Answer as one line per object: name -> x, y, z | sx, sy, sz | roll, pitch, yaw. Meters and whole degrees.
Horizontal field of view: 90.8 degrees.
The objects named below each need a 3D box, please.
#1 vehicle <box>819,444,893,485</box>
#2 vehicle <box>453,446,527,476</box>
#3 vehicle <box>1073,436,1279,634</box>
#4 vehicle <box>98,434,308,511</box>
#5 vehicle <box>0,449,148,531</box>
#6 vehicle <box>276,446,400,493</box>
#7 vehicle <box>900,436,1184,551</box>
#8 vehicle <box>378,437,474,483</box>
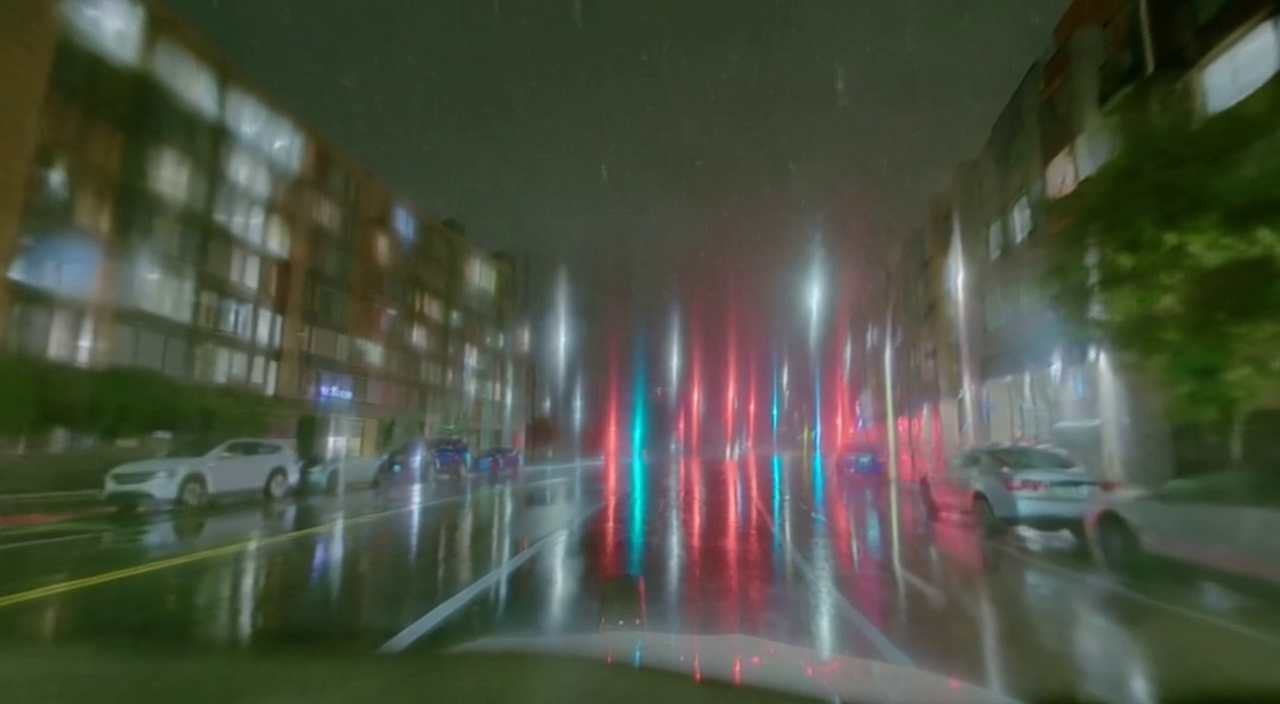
vehicle -> 8.731, 4.550, 26.051 | 2.010, 1.473, 5.353 | -1, -9, 10
vehicle -> -8.117, 5.948, 34.738 | 1.894, 1.493, 4.902 | -2, -9, 14
vehicle -> 5.756, 1.372, 4.585 | 1.876, 1.466, 4.943 | 1, -9, 2
vehicle -> -11.600, 3.198, 17.372 | 1.933, 1.759, 5.002 | -1, -8, 4
vehicle -> -12.389, 2.607, 12.144 | 1.811, 1.459, 4.702 | -1, -8, 5
vehicle -> -10.818, 4.208, 23.060 | 1.830, 1.497, 4.436 | -1, -9, 9
vehicle -> 6.430, 2.270, 11.008 | 2.049, 1.517, 4.830 | -1, -8, 4
vehicle -> -9.599, 4.869, 28.846 | 2.083, 1.882, 4.642 | -2, -9, 10
